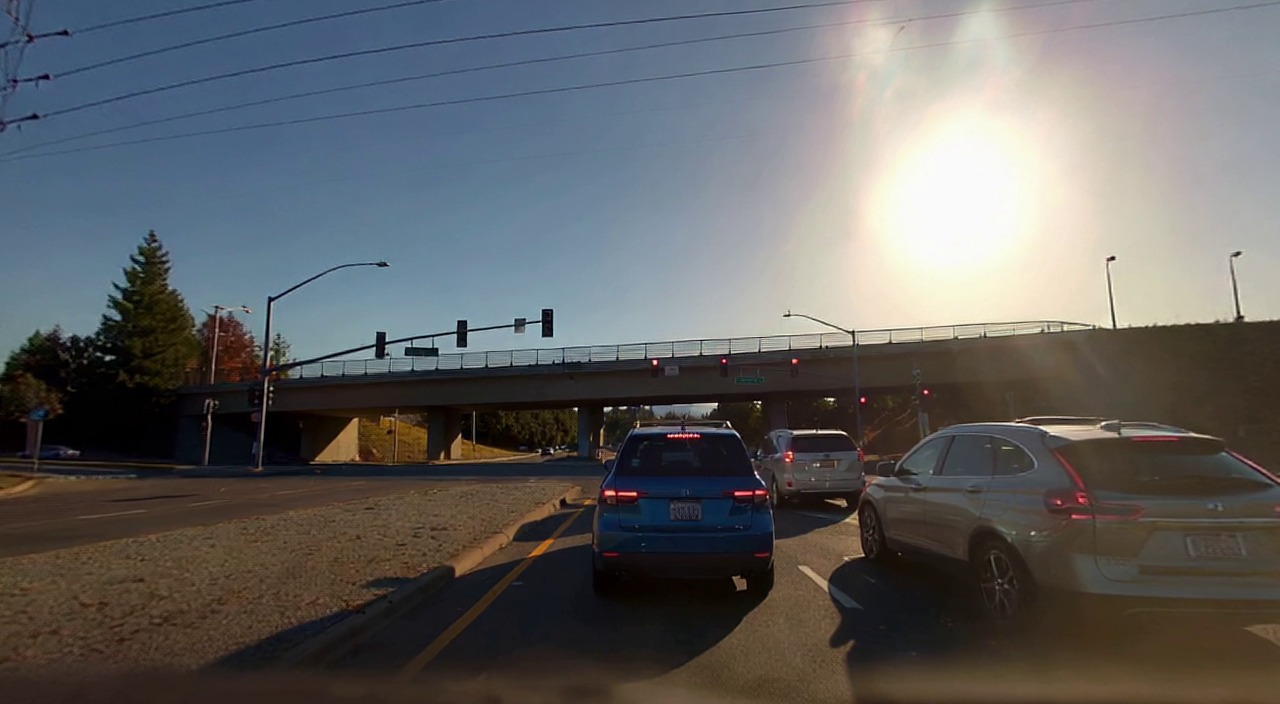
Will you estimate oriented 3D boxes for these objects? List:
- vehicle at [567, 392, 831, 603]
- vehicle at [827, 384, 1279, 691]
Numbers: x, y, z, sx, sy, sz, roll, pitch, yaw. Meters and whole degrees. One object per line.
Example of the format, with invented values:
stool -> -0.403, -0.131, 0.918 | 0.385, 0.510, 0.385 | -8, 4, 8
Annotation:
vehicle -> 0.451, 1.552, 7.612 | 2.240, 1.778, 4.335 | 0, -8, -1
vehicle -> 3.406, 1.339, 5.790 | 1.990, 1.649, 4.625 | 0, -8, 1
